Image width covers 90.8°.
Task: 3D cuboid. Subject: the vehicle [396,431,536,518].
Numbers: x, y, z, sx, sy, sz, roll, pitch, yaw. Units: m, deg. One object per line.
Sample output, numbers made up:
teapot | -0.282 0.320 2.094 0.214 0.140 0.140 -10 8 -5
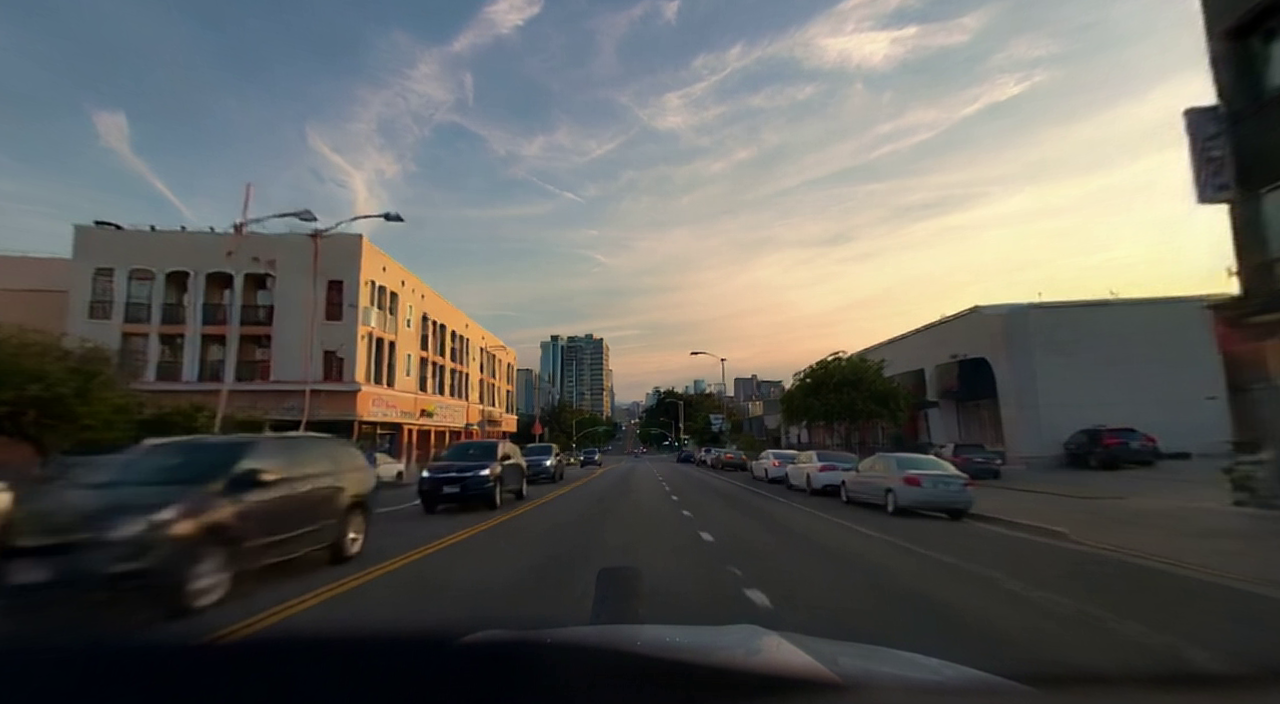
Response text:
vehicle | -3.795 2.745 14.681 1.914 1.682 4.263 -1 -8 2

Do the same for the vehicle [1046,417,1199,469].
vehicle | 17.236 3.290 22.929 1.908 1.680 4.434 0 -8 -2

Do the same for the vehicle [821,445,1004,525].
vehicle | 5.970 2.918 14.566 2.054 1.525 4.258 0 -8 -4

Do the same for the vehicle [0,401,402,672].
vehicle | -4.331 1.463 6.182 2.145 1.653 4.421 -1 -8 2

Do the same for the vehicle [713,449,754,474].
vehicle | 5.986 7.035 40.886 1.837 1.482 4.706 0 -8 -1
